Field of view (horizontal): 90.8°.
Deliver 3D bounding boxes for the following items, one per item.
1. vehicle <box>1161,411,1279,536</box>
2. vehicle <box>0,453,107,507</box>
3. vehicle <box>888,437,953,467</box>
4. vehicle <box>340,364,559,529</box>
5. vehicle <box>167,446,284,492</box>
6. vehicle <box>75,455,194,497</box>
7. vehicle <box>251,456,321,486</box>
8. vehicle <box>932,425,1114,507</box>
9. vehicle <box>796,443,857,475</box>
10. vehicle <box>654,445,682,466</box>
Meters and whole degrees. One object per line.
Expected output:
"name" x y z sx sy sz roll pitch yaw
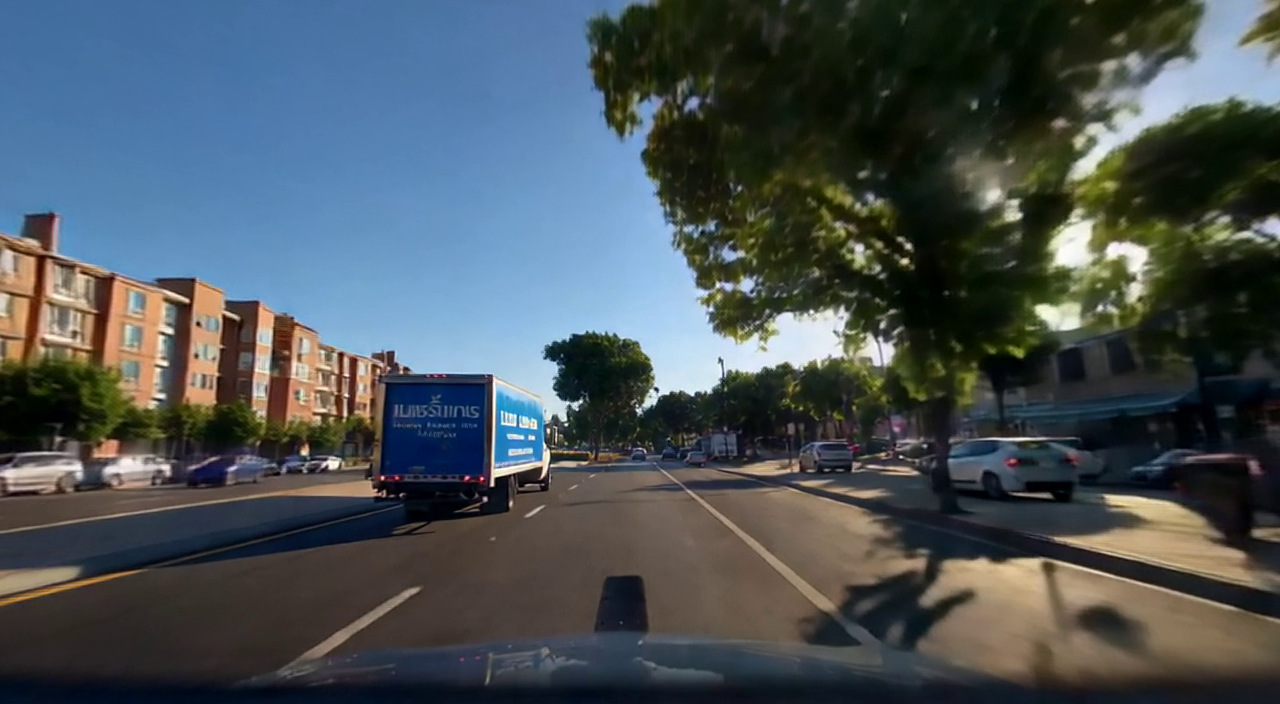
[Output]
"vehicle" 9.728 1.582 8.185 2.044 1.673 4.398 0 -9 -3
"vehicle" -22.856 4.691 23.510 1.916 1.782 4.572 0 -8 1
"vehicle" 16.406 5.839 36.821 4.218 1.622 1.930 9 -12 -43
"vehicle" -3.944 2.245 15.307 2.763 2.974 7.562 -1 -8 1
"vehicle" -17.171 4.815 26.466 1.924 1.698 4.505 0 -8 -2
"vehicle" -22.883 5.585 28.858 1.873 1.657 4.381 0 -8 -2
"vehicle" -23.017 7.695 41.240 1.869 1.724 4.505 -1 -8 1
"vehicle" 9.159 2.735 15.619 1.766 1.725 4.221 0 -8 -1
"vehicle" 9.196 5.268 31.391 1.850 1.477 3.520 0 -9 -2
"vehicle" 2.114 7.875 48.321 1.878 1.534 4.120 0 -8 -1
